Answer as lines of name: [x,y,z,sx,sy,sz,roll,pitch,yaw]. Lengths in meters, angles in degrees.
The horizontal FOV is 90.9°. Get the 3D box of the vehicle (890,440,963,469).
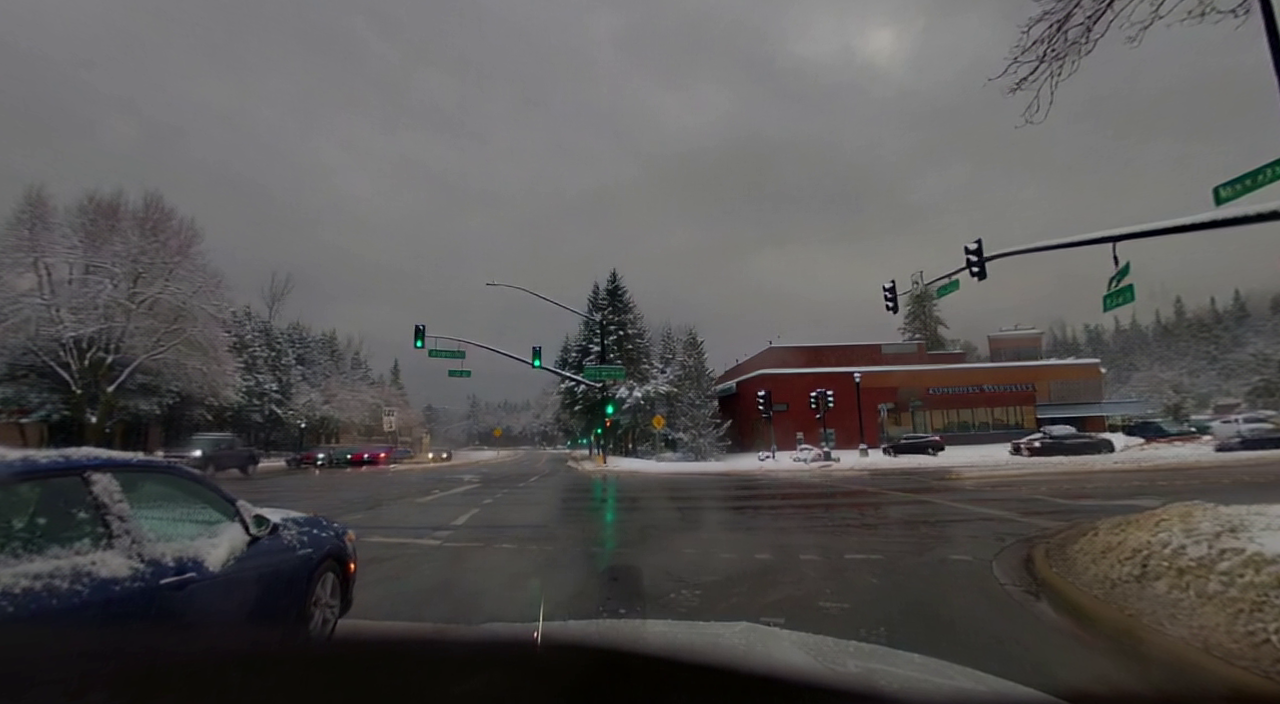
vehicle: [15.610,5.525,34.221,4.703,1.492,1.930,8,-12,-44]

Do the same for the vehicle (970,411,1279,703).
vehicle: [4.109,1.077,3.367,1.940,1.487,4.562,0,-8,-5]

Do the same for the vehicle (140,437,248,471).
vehicle: [-27.226,6.256,38.845,2.233,1.889,6.305,0,-8,-2]

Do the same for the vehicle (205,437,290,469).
vehicle: [-23.314,6.004,37.672,2.111,1.742,4.757,0,-8,-2]
